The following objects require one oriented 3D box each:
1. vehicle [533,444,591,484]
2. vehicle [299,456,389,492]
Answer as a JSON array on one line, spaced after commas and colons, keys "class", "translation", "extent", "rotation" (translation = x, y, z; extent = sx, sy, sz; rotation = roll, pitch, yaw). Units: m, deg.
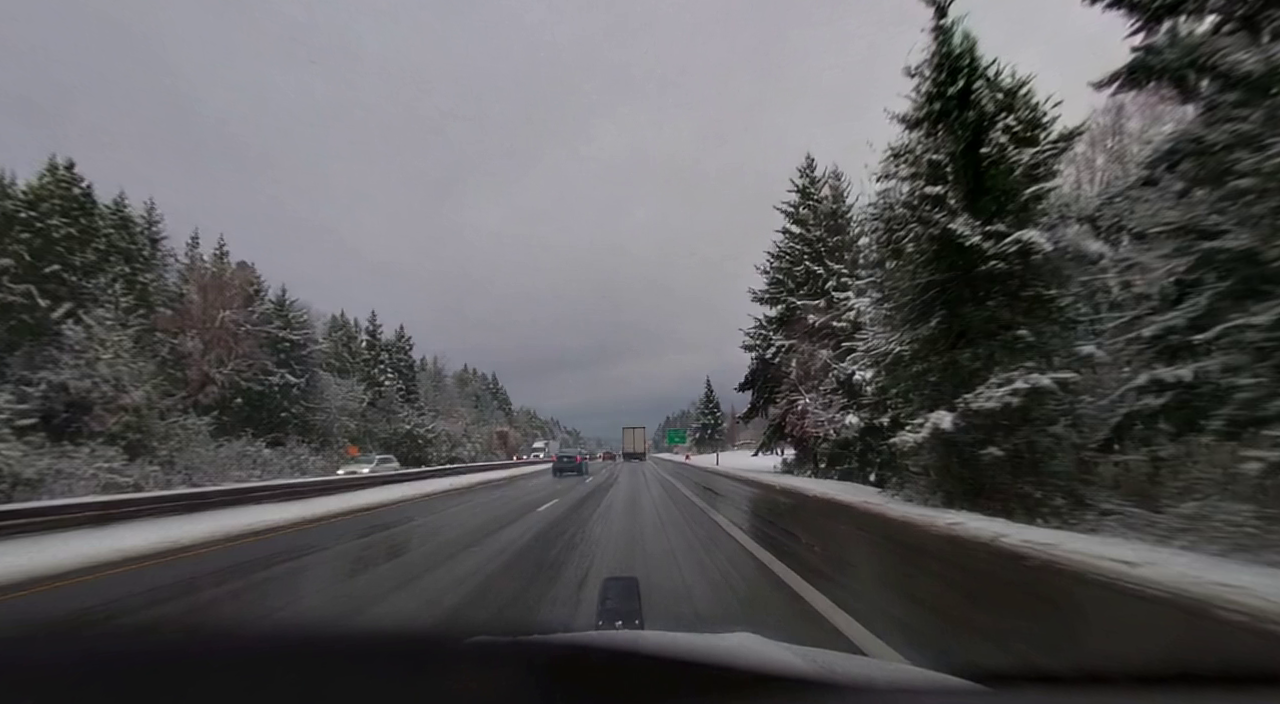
[{"class": "vehicle", "translation": [-3.495, 5.152, 29.210], "extent": [2.081, 1.682, 4.425], "rotation": [0, -9, 1]}, {"class": "vehicle", "translation": [-13.038, 5.365, 28.129], "extent": [1.806, 1.426, 4.451], "rotation": [0, -9, 1]}]
